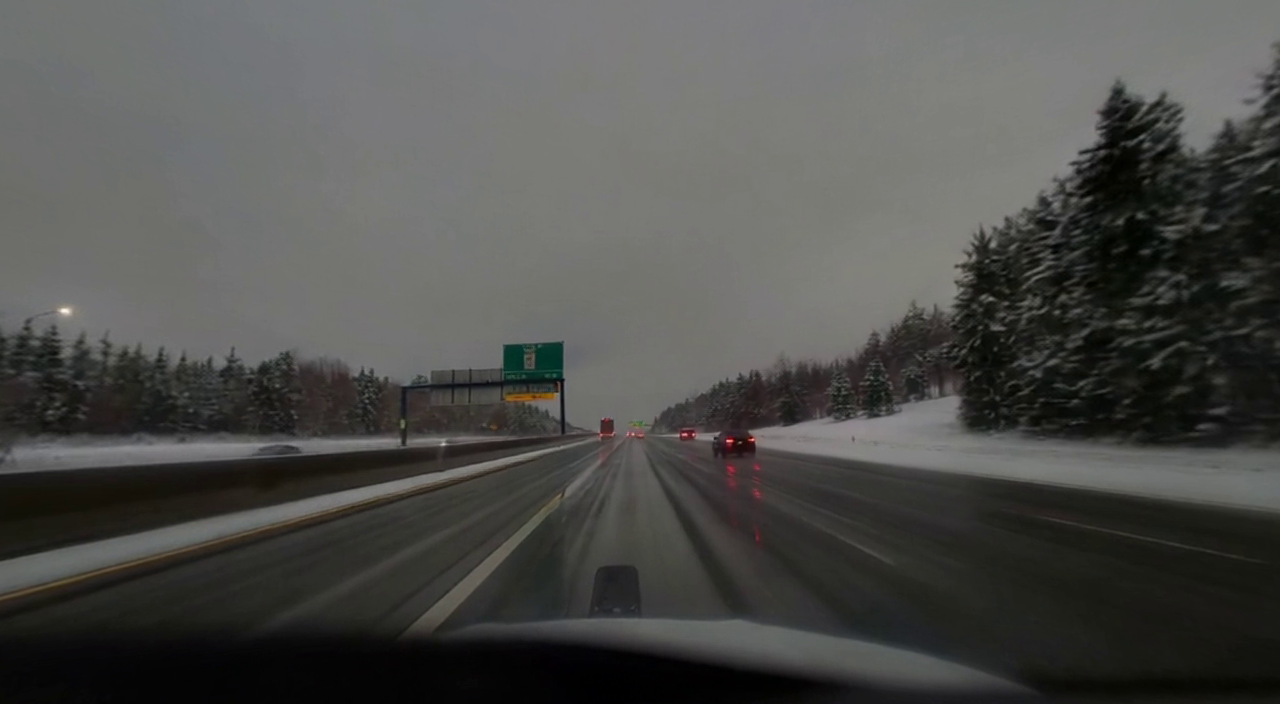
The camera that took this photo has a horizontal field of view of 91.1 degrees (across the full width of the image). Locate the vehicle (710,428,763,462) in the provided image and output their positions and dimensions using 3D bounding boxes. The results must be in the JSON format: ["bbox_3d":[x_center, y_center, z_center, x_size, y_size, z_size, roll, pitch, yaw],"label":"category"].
[{"bbox_3d":[4.517,4.390,29.949,1.802,1.492,3.804,0,-8,-2],"label":"vehicle"}]

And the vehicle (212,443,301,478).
[{"bbox_3d":[-17.622,4.971,29.112,1.741,1.450,3.810,0,-8,-1],"label":"vehicle"}]
